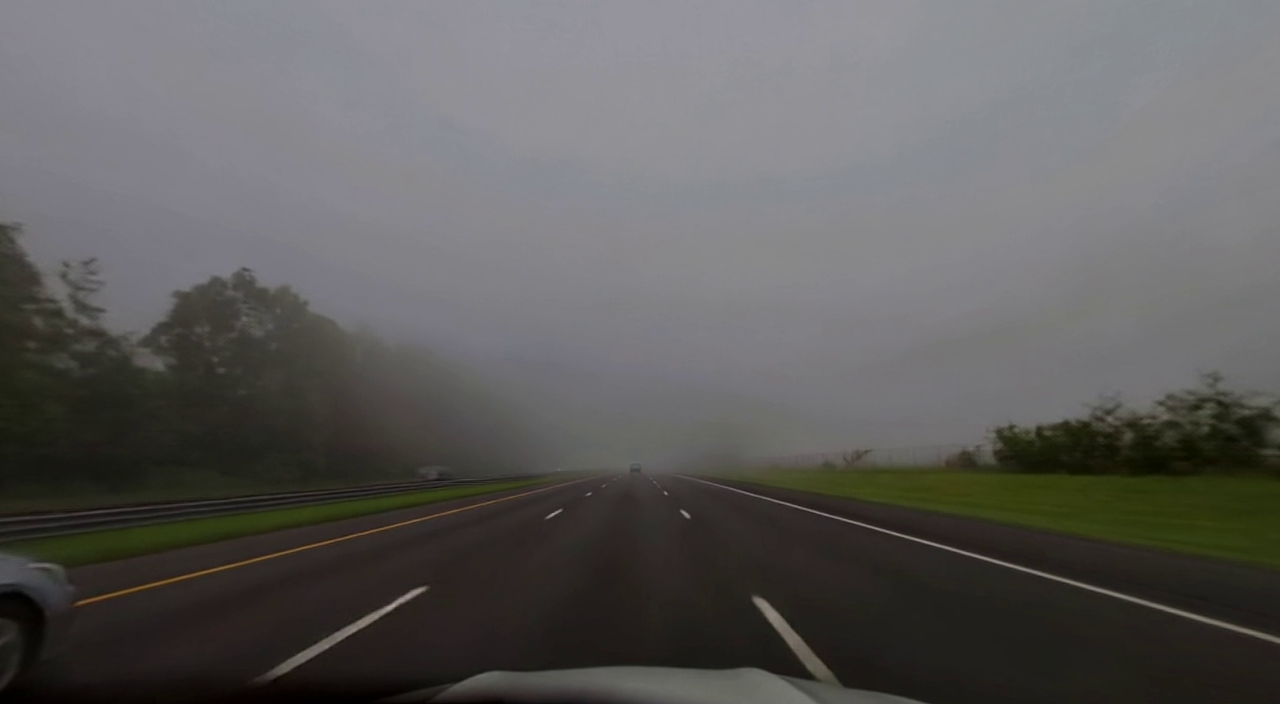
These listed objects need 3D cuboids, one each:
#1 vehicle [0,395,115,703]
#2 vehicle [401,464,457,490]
[{"bbox_3d":[-3.989,0.657,1.106,1.928,1.593,4.871,1,-10,-1],"label":"vehicle"},{"bbox_3d":[-12.827,7.658,38.638,1.898,1.453,4.393,1,-10,0],"label":"vehicle"}]
